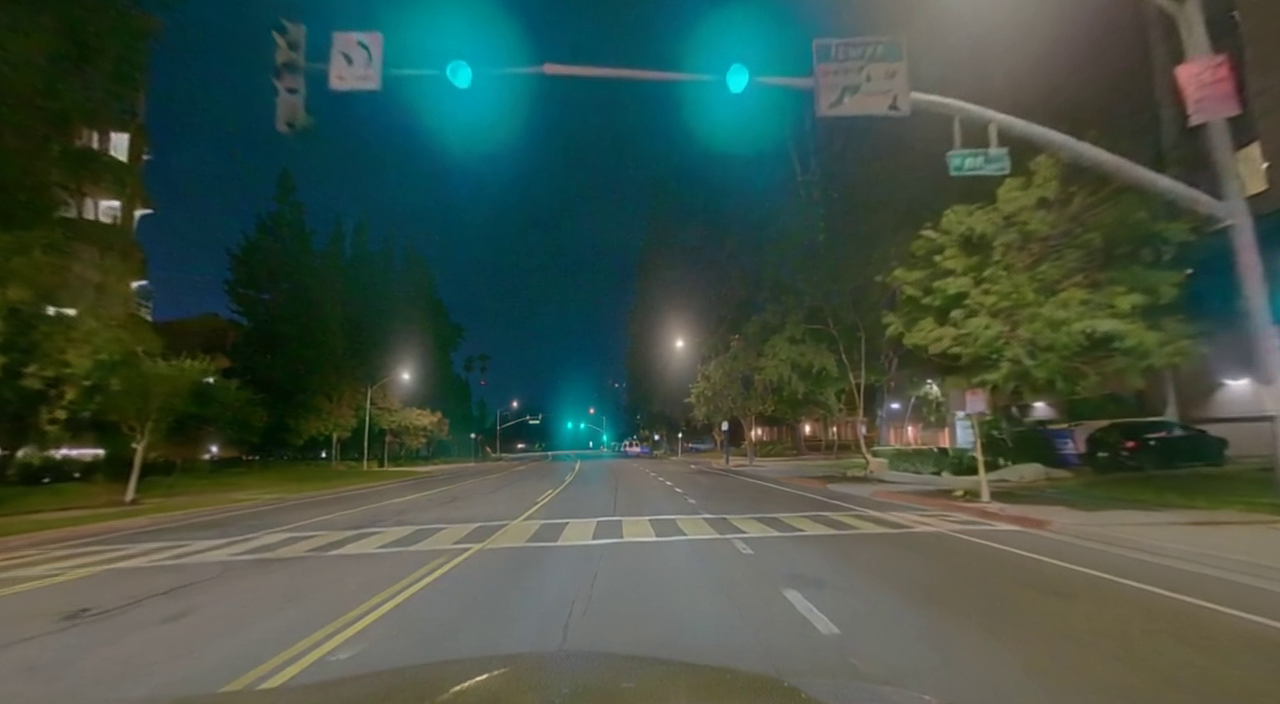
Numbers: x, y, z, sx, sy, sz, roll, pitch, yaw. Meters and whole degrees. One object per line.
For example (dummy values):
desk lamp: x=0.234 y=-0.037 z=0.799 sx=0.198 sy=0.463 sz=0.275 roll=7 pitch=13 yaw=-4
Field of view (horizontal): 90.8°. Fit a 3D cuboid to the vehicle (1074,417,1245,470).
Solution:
vehicle: x=18.484 y=3.251 z=22.581 sx=4.631 sy=1.757 sz=2.026 roll=1 pitch=-9 yaw=-10
